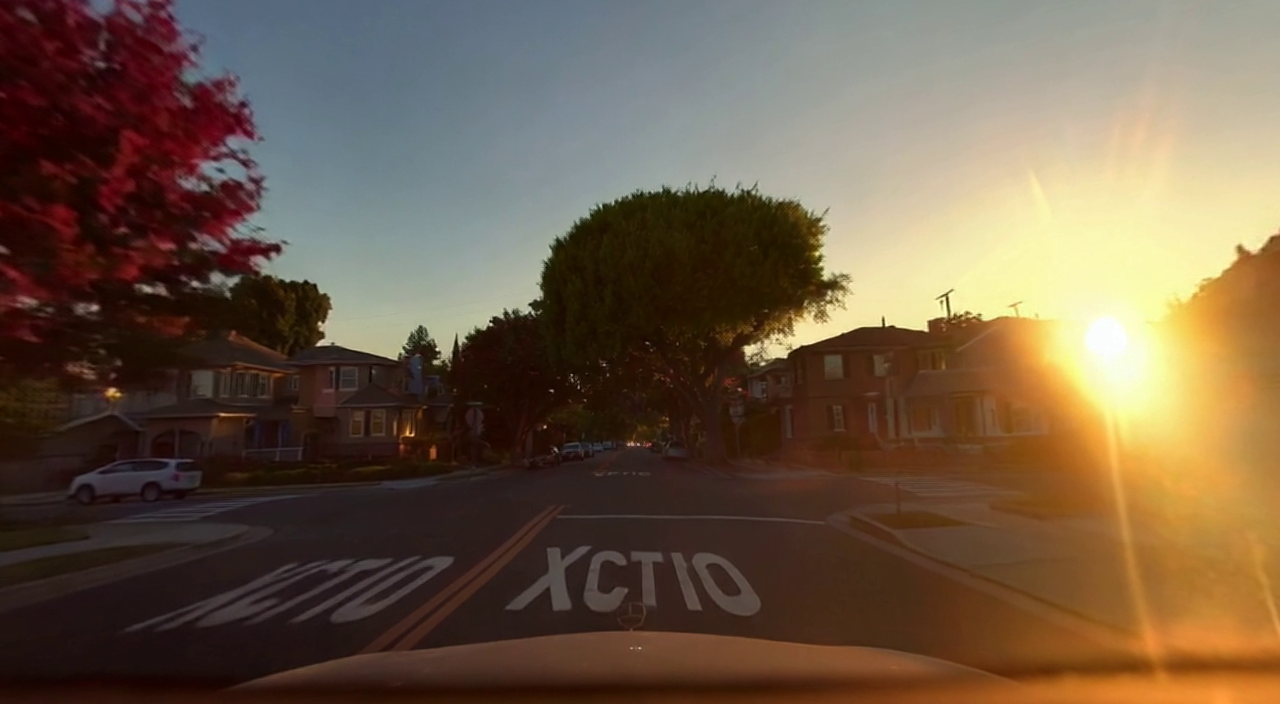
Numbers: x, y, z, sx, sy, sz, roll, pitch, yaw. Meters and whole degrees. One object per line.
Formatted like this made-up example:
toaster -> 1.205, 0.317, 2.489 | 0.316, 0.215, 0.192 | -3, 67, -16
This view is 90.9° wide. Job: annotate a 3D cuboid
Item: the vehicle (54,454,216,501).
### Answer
vehicle -> -18.966, 4.699, 23.864 | 4.334, 1.632, 1.996 | 0, -8, -1
